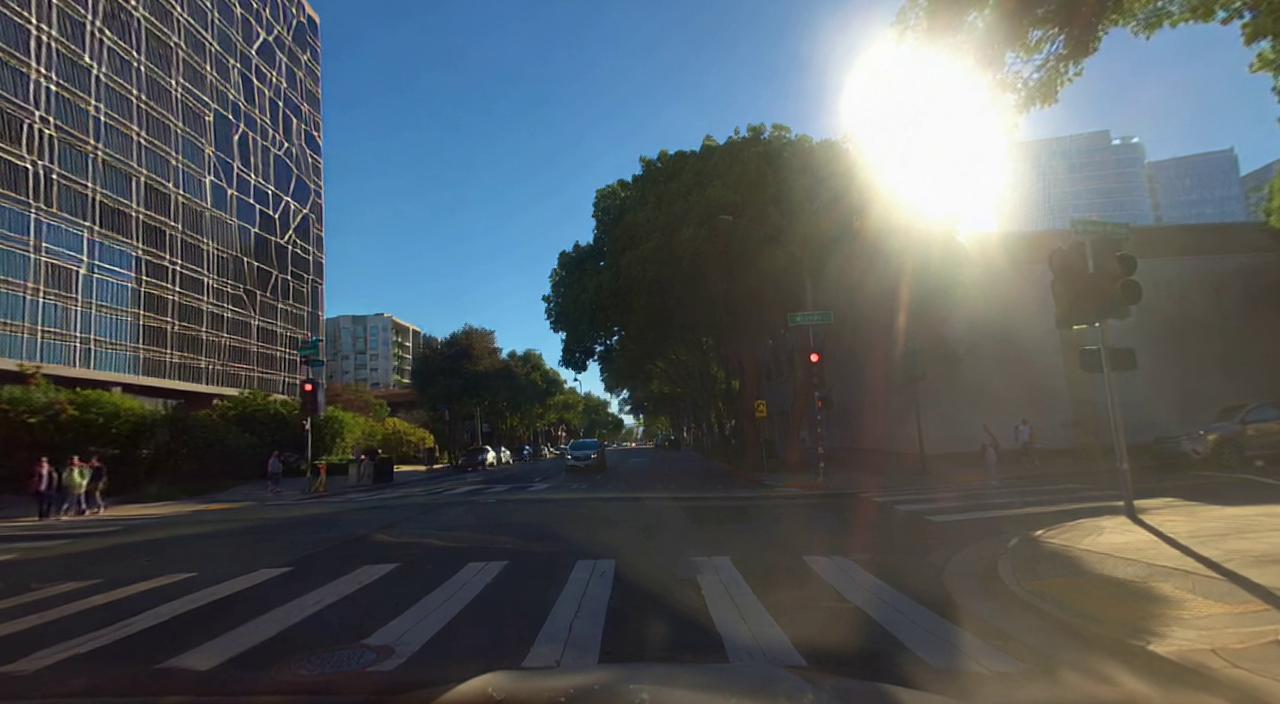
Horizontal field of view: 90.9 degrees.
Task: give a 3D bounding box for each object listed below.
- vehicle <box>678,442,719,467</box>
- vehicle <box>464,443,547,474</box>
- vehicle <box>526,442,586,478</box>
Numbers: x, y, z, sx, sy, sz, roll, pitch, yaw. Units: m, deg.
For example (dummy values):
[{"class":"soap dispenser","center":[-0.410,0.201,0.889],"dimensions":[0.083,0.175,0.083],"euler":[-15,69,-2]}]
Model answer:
[{"class":"vehicle","center":[3.538,6.281,38.861],"dimensions":[1.853,1.426,4.160],"euler":[1,-8,-3]},{"class":"vehicle","center":[-8.037,6.375,38.003],"dimensions":[1.963,1.726,4.526],"euler":[-8,-12,44]},{"class":"vehicle","center":[-3.671,4.818,28.472],"dimensions":[1.989,1.481,4.500],"euler":[0,-8,1]}]
